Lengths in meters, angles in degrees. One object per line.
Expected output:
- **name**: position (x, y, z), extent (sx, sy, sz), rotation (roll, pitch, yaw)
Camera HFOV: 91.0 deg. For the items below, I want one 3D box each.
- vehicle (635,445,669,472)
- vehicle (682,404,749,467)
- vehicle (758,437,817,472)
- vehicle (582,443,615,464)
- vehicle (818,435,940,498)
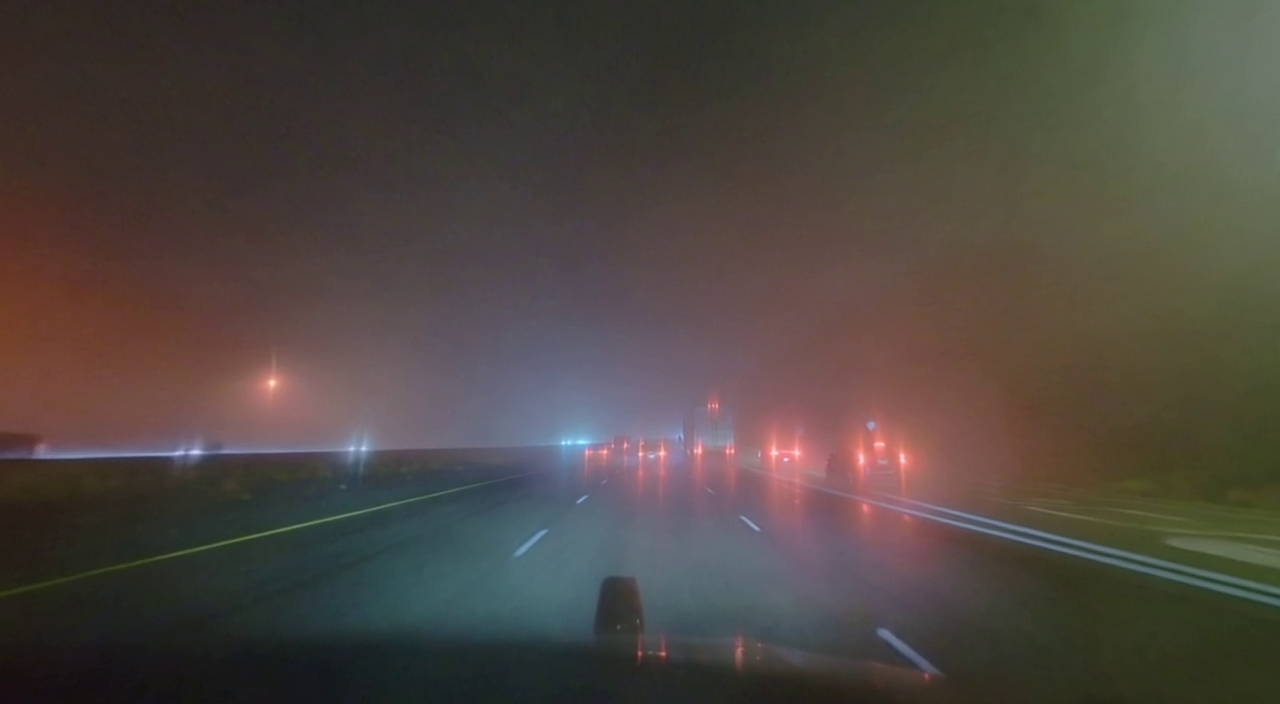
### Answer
- **vehicle**: position (0.675, 6.149, 36.616), extent (1.866, 1.492, 3.932), rotation (0, -9, 0)
- **vehicle**: position (4.718, 5.634, 41.812), extent (3.130, 3.607, 11.129), rotation (0, -9, 0)
- **vehicle**: position (8.063, 5.660, 34.901), extent (2.143, 1.775, 4.729), rotation (0, -9, 0)
- **vehicle**: position (-3.068, 7.632, 47.487), extent (2.132, 1.506, 4.256), rotation (0, -9, 0)
- **vehicle**: position (7.087, 3.433, 19.254), extent (2.044, 1.676, 4.421), rotation (0, -9, 1)
